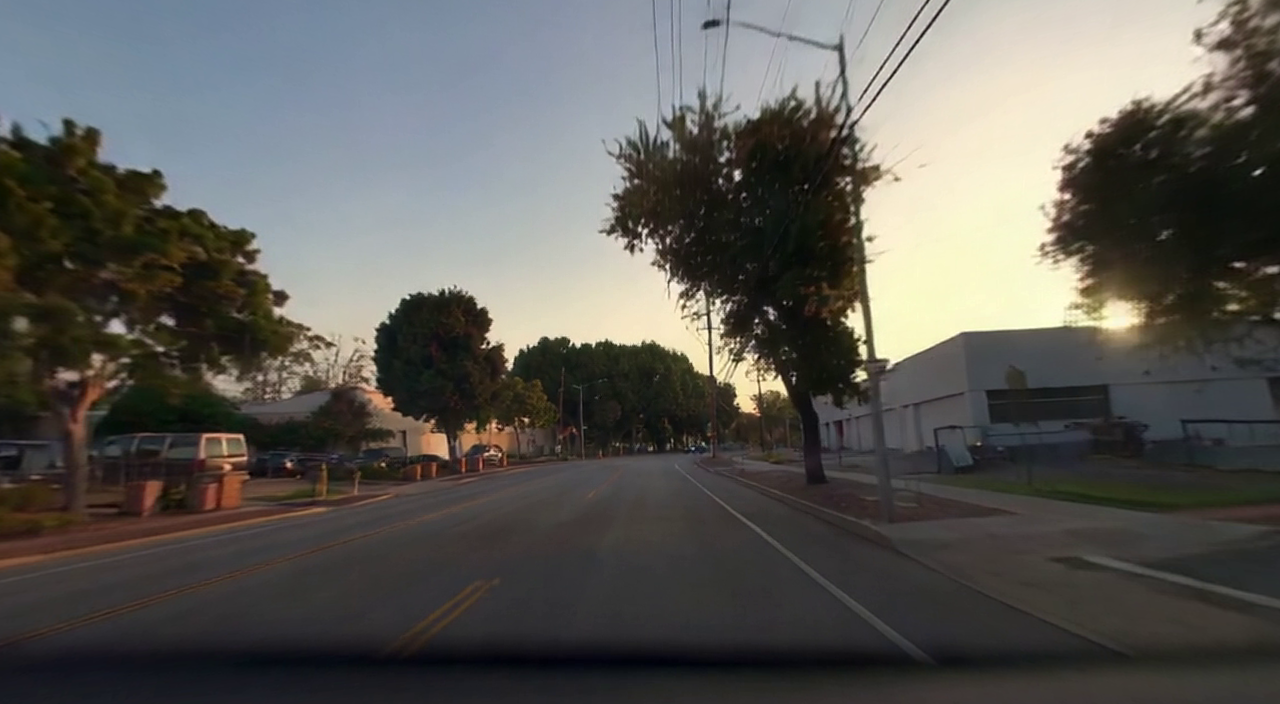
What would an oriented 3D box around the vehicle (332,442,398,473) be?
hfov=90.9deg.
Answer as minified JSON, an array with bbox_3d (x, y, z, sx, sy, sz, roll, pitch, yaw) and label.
[{"bbox_3d":[-19.176,7.369,44.285,2.099,2.038,5.624,0,-9,0],"label":"vehicle"}]

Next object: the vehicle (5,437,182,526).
[{"bbox_3d":[-16.820,3.919,19.699,1.972,1.891,3.936,2,0,2],"label":"vehicle"}]

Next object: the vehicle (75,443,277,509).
[{"bbox_3d":[-14.255,3.799,19.979,1.949,1.735,5.568,-1,-8,3],"label":"vehicle"}]

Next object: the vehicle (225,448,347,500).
[{"bbox_3d":[-14.263,4.908,25.881,2.053,1.772,5.189,-3,-9,0],"label":"vehicle"}]

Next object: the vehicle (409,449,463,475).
[{"bbox_3d":[-13.969,7.531,43.441,2.122,1.440,4.601,-4,-8,0],"label":"vehicle"}]

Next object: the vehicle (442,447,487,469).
[{"bbox_3d":[-13.584,8.205,49.009,2.070,1.577,4.652,0,-9,2],"label":"vehicle"}]
